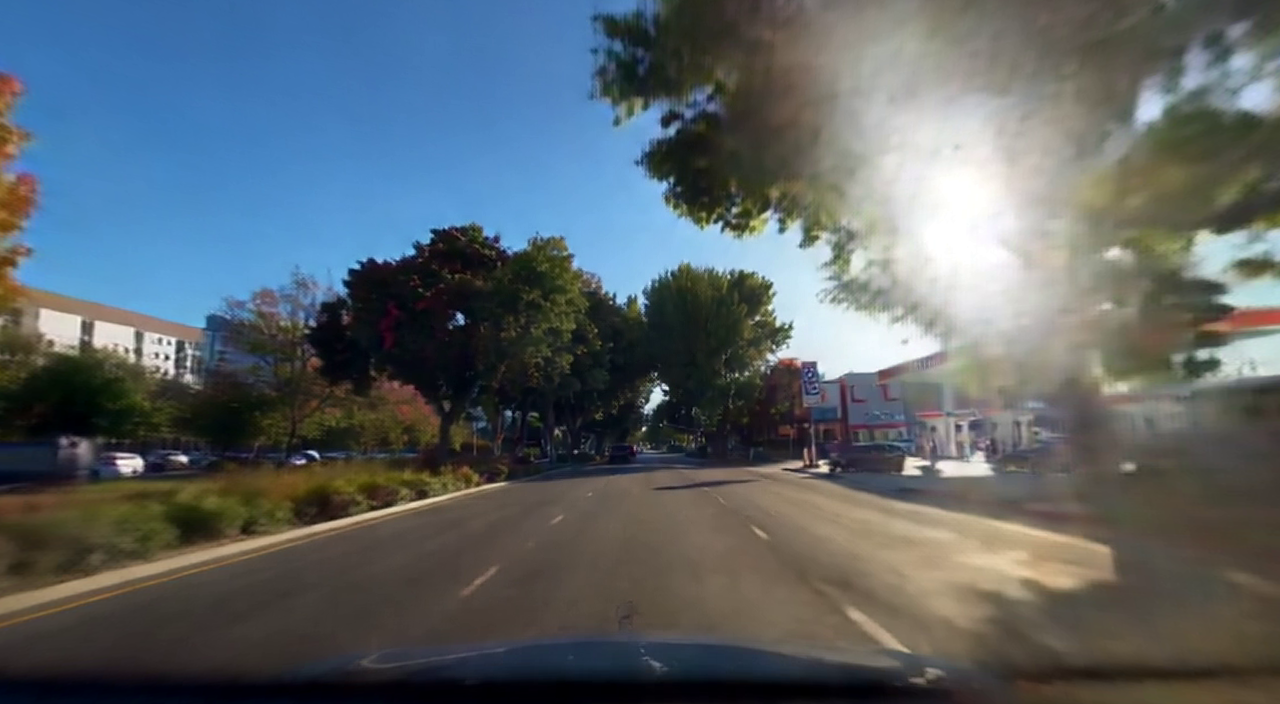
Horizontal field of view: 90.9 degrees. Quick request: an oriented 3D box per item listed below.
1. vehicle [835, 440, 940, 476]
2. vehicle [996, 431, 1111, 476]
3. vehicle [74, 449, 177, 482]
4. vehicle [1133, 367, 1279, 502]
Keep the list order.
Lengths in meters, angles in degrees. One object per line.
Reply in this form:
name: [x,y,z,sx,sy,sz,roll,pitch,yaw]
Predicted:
vehicle: [12.042,5.133,30.780,4.359,1.656,1.894,1,-9,-11]
vehicle: [17.174,4.206,26.438,1.806,1.721,3.978,0,-8,-7]
vehicle: [-31.179,6.885,38.446,2.059,1.782,5.016,1,-8,-1]
vehicle: [14.984,1.826,14.129,5.820,2.752,2.234,0,-8,-1]
